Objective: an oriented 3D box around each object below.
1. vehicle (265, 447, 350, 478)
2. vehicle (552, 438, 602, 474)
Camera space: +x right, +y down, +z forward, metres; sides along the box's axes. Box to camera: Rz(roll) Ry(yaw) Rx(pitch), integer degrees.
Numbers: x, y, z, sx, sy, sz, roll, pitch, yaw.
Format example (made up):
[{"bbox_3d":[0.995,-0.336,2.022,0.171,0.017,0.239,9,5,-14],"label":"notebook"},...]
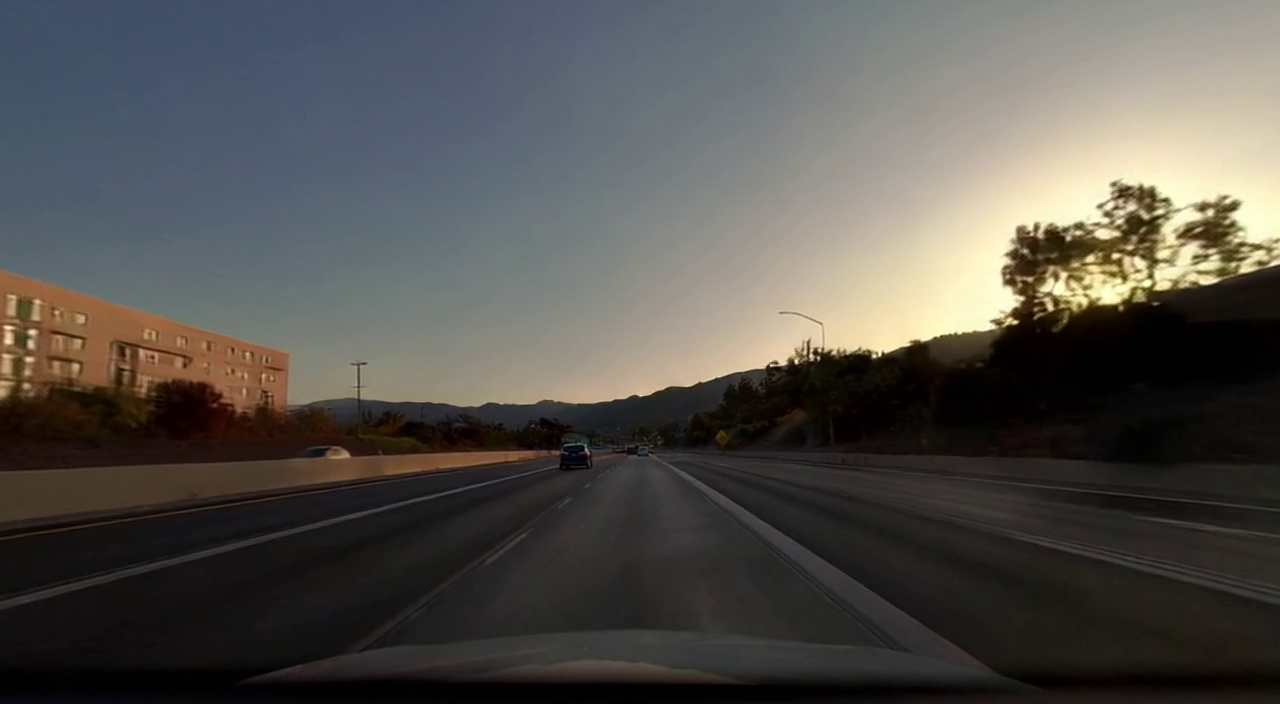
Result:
[{"bbox_3d":[-17.545,5.830,33.605,1.834,1.485,4.868,0,-8,1],"label":"vehicle"},{"bbox_3d":[-3.239,5.433,33.183,2.072,1.706,4.359,0,-8,2],"label":"vehicle"}]
